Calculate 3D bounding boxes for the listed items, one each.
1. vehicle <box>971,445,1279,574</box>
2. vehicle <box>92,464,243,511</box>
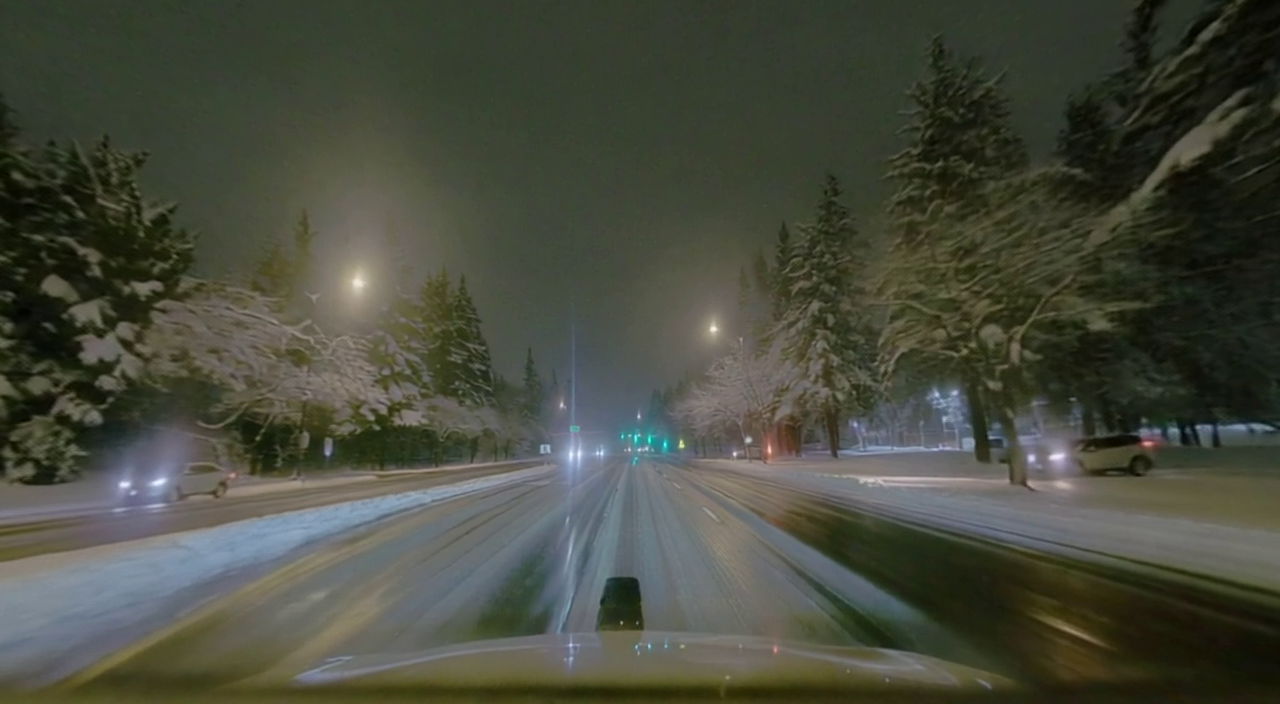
[{"bbox_3d":[7.271,2.168,9.584,1.961,1.465,4.468,0,-9,-2],"label":"vehicle"},{"bbox_3d":[-17.626,5.046,23.964,1.961,1.437,4.867,0,-9,0],"label":"vehicle"}]
